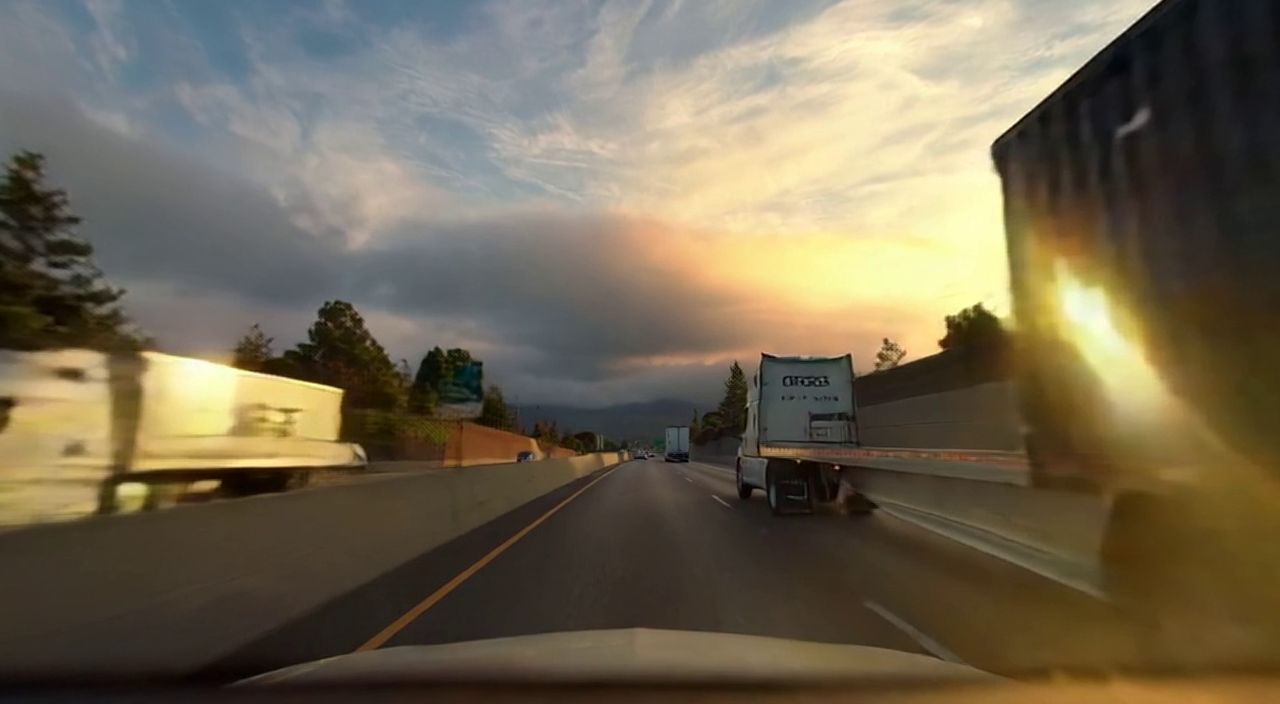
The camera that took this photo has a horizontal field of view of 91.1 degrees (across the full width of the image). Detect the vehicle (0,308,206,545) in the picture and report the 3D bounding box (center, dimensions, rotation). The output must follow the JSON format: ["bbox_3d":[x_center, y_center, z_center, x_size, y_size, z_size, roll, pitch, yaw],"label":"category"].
[{"bbox_3d":[-12.349,1.562,12.526,3.006,3.972,5.785,0,-9,0],"label":"vehicle"}]

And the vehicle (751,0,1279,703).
[{"bbox_3d":[4.115,0.383,7.065,2.926,4.060,14.068,0,-9,-1],"label":"vehicle"}]
